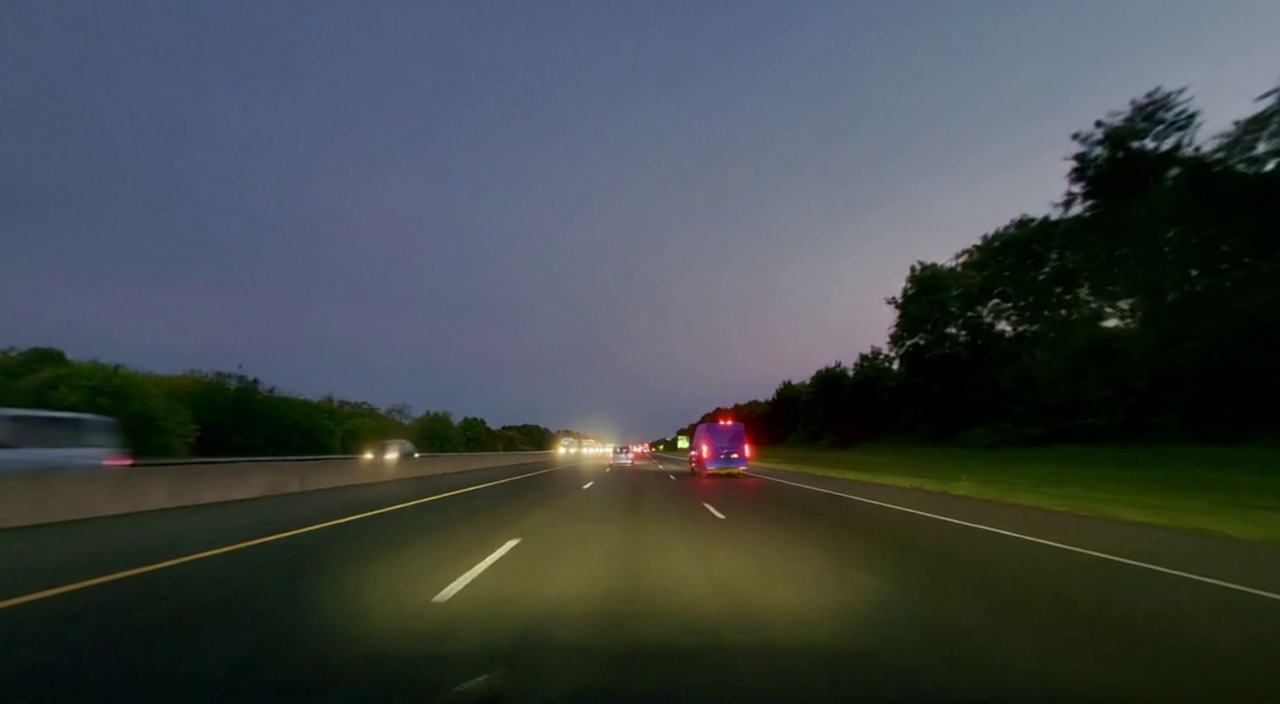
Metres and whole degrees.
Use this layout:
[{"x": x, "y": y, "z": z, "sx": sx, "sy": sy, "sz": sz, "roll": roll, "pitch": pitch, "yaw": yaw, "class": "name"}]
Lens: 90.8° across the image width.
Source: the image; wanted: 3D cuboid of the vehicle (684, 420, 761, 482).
[{"x": 3.628, "y": 4.584, "z": 29.342, "sx": 2.552, "sy": 2.524, "sz": 6.630, "roll": 0, "pitch": -9, "yaw": -1, "class": "vehicle"}]

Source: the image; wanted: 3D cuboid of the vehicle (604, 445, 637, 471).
[{"x": -1.261, "y": 7.152, "z": 42.778, "sx": 2.069, "sy": 1.666, "sz": 4.338, "roll": 0, "pitch": -9, "yaw": 1, "class": "vehicle"}]

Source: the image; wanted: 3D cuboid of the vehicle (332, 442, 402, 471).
[{"x": -15.060, "y": 5.795, "z": 35.103, "sx": 1.877, "sy": 1.480, "sz": 4.576, "roll": 0, "pitch": -9, "yaw": 0, "class": "vehicle"}]
